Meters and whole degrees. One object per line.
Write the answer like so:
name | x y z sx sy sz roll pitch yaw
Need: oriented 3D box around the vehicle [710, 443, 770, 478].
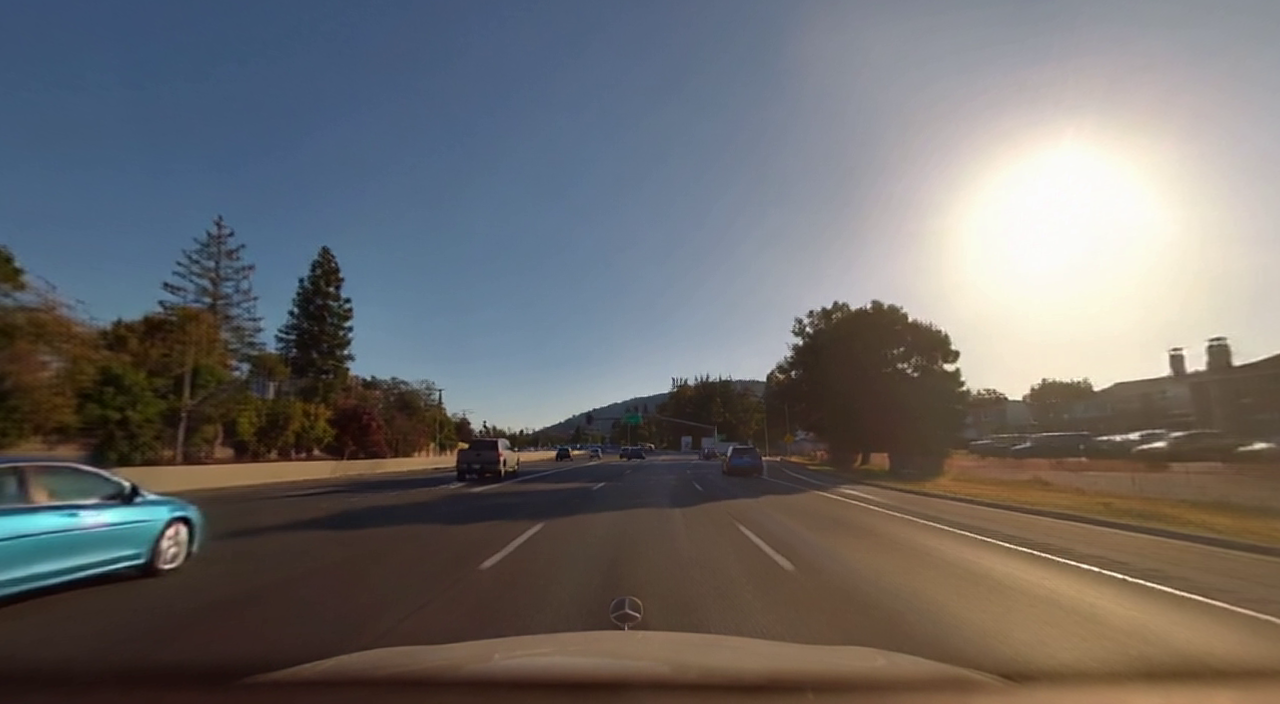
vehicle | 4.480 4.918 28.836 2.100 1.472 4.533 0 -8 2

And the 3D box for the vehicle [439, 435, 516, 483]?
vehicle | -6.764 4.525 26.858 2.122 1.847 4.696 0 -8 -2

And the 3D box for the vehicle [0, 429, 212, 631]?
vehicle | -5.694 1.331 4.773 1.948 1.475 4.461 0 -8 -3
